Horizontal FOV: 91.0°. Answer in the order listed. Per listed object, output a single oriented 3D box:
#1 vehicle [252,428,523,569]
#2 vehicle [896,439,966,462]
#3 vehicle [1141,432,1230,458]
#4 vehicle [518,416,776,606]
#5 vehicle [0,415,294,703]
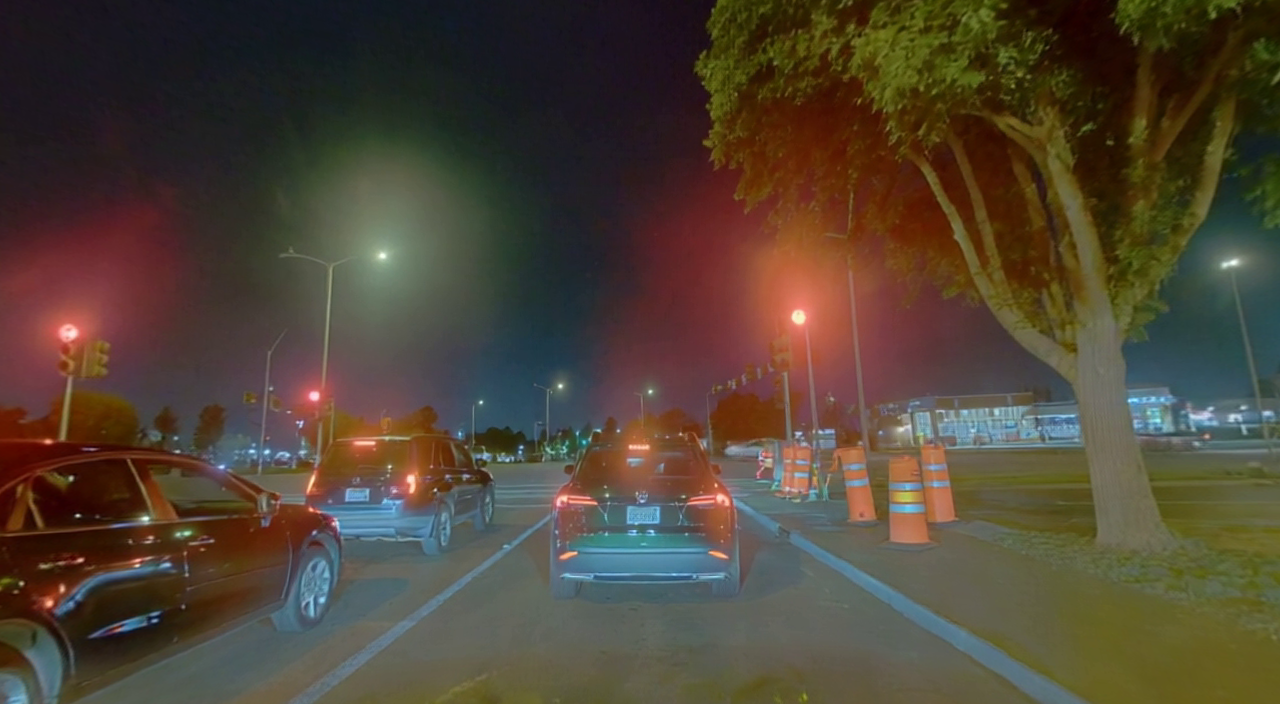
[{"bbox_3d":[-3.280,1.996,9.446,1.989,1.541,4.626,0,-9,2],"label":"vehicle"},{"bbox_3d":[23.046,7.816,49.969,4.672,1.676,1.867,1,-9,-1],"label":"vehicle"},{"bbox_3d":[35.353,6.025,40.872,4.051,1.583,1.794,0,-9,1],"label":"vehicle"},{"bbox_3d":[0.103,1.617,7.215,2.167,1.560,3.676,0,-9,1],"label":"vehicle"},{"bbox_3d":[-3.594,0.943,2.149,2.064,1.497,4.722,0,-9,1],"label":"vehicle"}]
